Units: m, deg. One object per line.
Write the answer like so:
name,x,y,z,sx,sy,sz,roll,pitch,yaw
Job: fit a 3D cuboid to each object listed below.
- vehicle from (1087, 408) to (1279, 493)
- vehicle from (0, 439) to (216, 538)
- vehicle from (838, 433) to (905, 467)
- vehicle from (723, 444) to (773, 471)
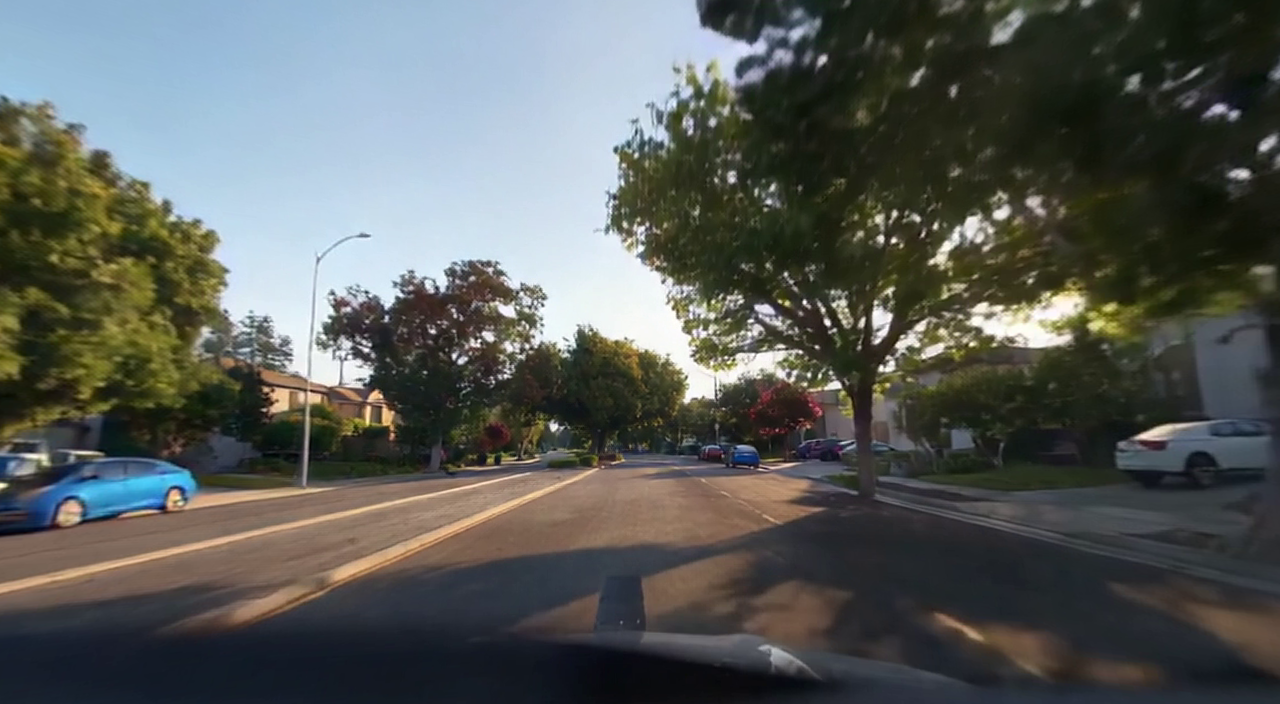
vehicle,14.031,2.346,15.181,4.763,1.816,2.227,-2,-9,2
vehicle,-11.372,2.789,13.286,2.020,1.691,4.308,-2,-10,-2
vehicle,13.367,5.721,36.832,1.978,1.738,4.734,-2,-9,-1
vehicle,6.532,6.444,38.744,2.042,1.511,5.029,0,-8,-2
